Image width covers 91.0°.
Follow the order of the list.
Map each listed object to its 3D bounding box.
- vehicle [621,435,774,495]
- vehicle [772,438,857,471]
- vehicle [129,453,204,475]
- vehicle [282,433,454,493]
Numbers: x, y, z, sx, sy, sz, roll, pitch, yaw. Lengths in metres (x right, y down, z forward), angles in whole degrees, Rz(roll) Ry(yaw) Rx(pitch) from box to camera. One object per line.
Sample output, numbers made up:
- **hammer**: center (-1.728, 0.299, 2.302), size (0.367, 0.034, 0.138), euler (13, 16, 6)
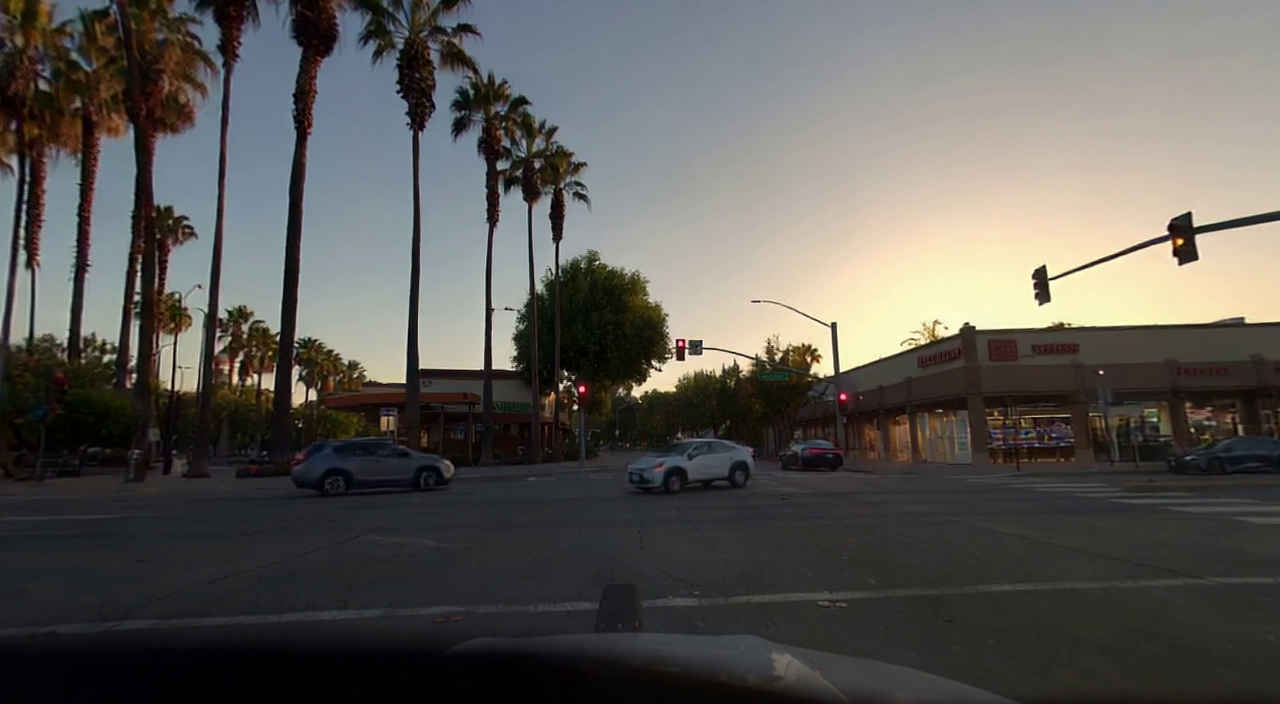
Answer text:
- **vehicle**: center (1.661, 3.172, 17.993), size (4.035, 1.512, 1.828), euler (5, -10, -31)
- **vehicle**: center (8.936, 5.262, 32.539), size (1.890, 1.572, 3.826), euler (6, -10, -36)
- **vehicle**: center (-37.196, 8.803, 49.600), size (2.160, 1.565, 4.868), euler (0, -8, -1)
- **vehicle**: center (-8.399, 3.378, 19.541), size (4.603, 1.653, 1.999), euler (5, -10, -30)
